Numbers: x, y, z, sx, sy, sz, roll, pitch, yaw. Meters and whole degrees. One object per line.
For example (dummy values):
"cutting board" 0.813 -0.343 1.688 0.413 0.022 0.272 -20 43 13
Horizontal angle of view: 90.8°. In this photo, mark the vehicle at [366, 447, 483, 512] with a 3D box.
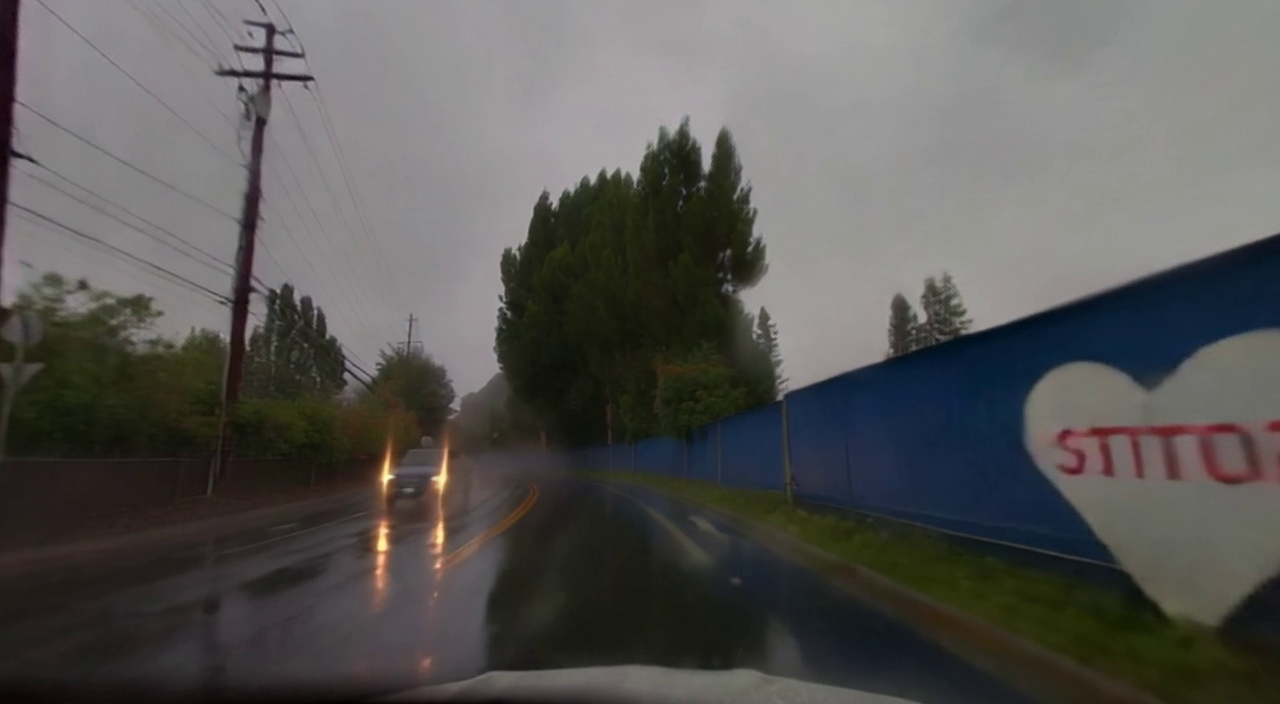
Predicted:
"vehicle" -5.609 3.341 17.109 2.034 1.479 4.521 1 -9 -7
